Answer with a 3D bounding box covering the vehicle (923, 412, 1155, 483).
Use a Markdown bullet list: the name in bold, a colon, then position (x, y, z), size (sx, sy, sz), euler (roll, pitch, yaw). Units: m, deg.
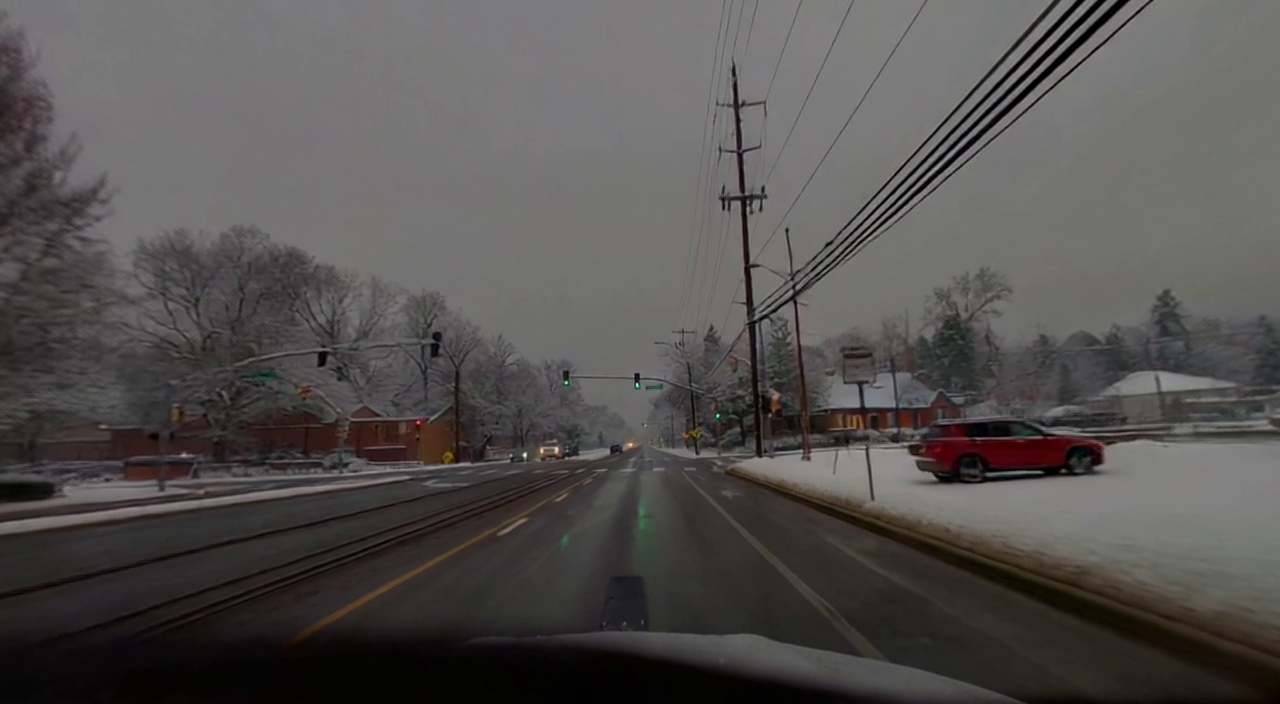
- **vehicle**: position (10.475, 2.532, 16.839), size (4.765, 1.738, 2.101), euler (0, -8, -2)
